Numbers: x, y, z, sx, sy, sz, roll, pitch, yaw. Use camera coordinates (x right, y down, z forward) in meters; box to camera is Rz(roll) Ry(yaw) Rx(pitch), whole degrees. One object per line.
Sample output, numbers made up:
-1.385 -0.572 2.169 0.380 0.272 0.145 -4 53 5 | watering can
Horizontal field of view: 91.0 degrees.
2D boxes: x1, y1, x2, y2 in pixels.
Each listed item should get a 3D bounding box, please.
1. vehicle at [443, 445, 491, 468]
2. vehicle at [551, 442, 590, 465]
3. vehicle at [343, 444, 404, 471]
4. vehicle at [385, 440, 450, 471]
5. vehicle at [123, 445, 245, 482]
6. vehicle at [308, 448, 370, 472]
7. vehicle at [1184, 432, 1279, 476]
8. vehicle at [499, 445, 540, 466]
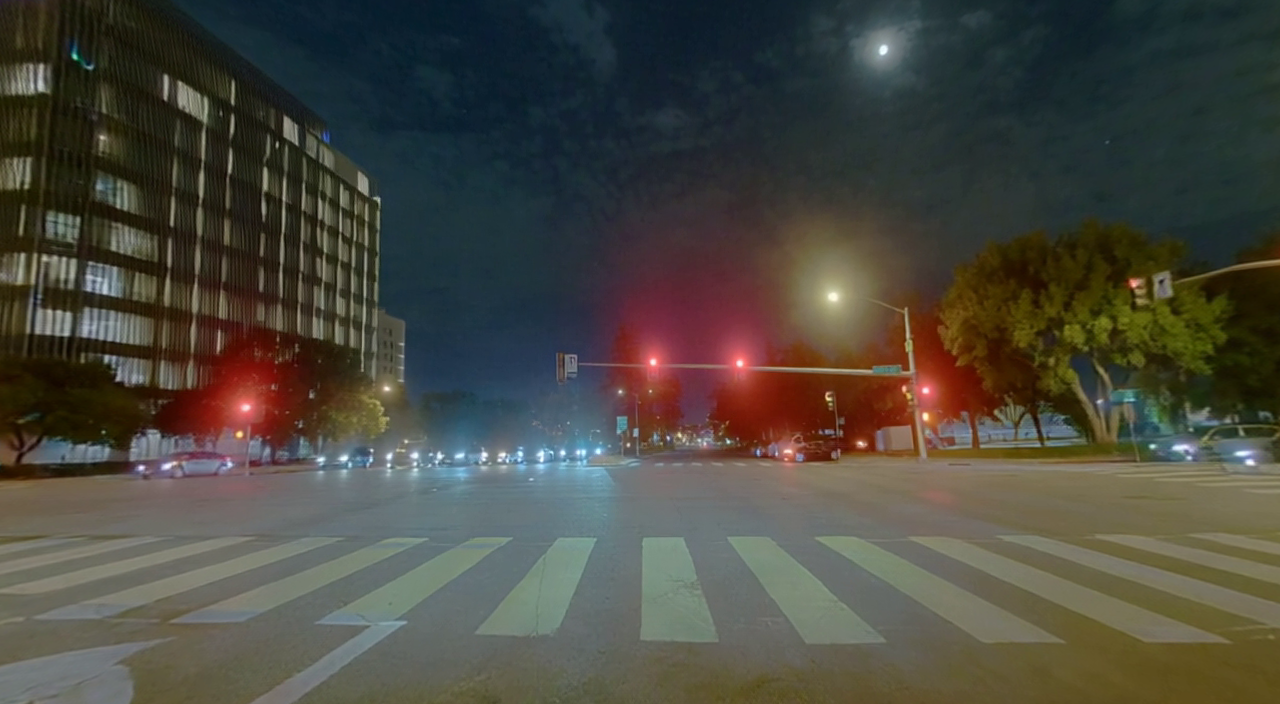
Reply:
-11.642 7.078 42.704 1.911 1.476 4.297 -1 -9 2 | vehicle
-4.536 6.711 41.684 1.954 1.431 4.050 -1 -9 2 | vehicle
-18.559 7.350 44.021 2.237 1.801 4.541 0 -9 1 | vehicle
-15.129 7.039 43.156 2.340 1.946 5.450 0 -9 2 | vehicle
-24.661 5.991 34.272 2.032 1.839 4.884 -4 -9 23 | vehicle
-21.380 7.682 44.955 1.929 1.619 4.577 -1 -9 4 | vehicle
22.318 3.582 22.241 4.474 1.477 1.908 0 -9 -3 | vehicle
-8.103 7.005 42.607 1.910 1.321 3.692 0 -9 1 | vehicle
